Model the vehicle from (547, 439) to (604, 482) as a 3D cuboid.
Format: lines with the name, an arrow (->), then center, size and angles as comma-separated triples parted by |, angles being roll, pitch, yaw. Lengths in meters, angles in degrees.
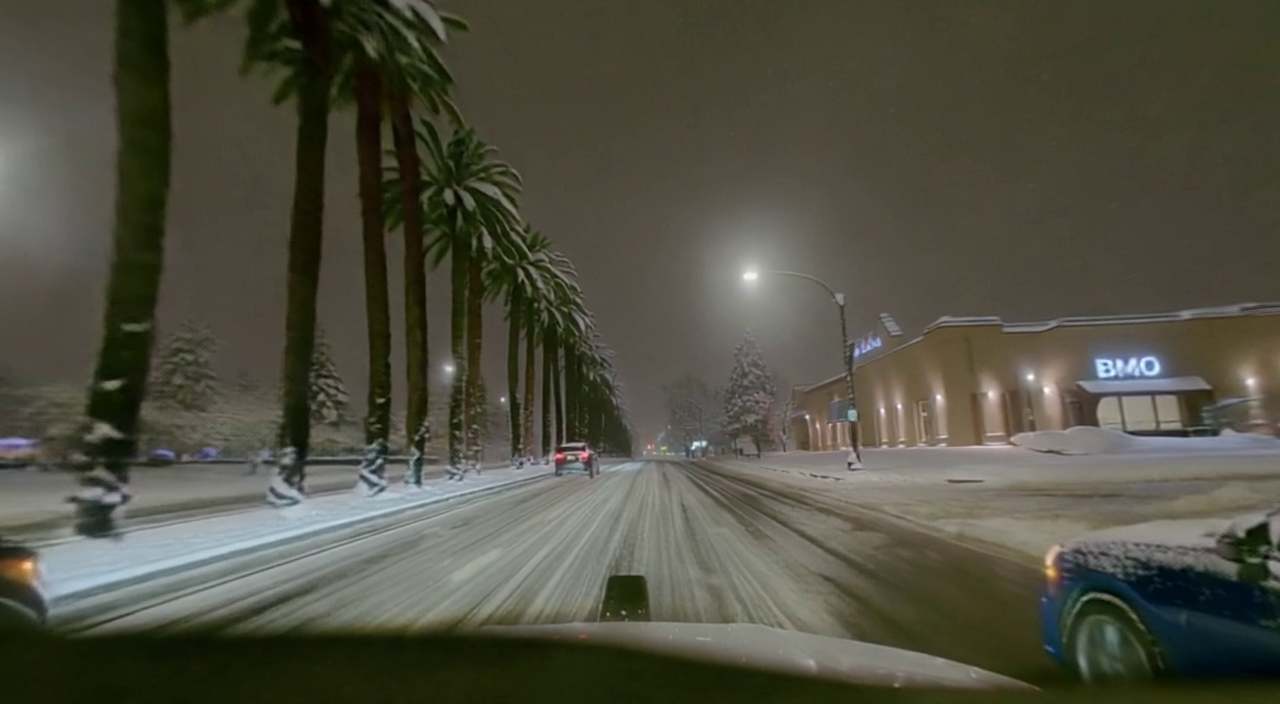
vehicle -> -2.816, 4.821, 28.355 | 1.998, 1.743, 4.402 | 0, -8, 1

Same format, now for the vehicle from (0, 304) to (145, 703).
vehicle -> -3.185, 0.499, 0.451 | 2.058, 1.804, 4.391 | 0, -9, 0

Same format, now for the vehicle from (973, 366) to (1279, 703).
vehicle -> 2.804, 0.735, 1.340 | 1.946, 1.513, 4.133 | 0, -8, 1
